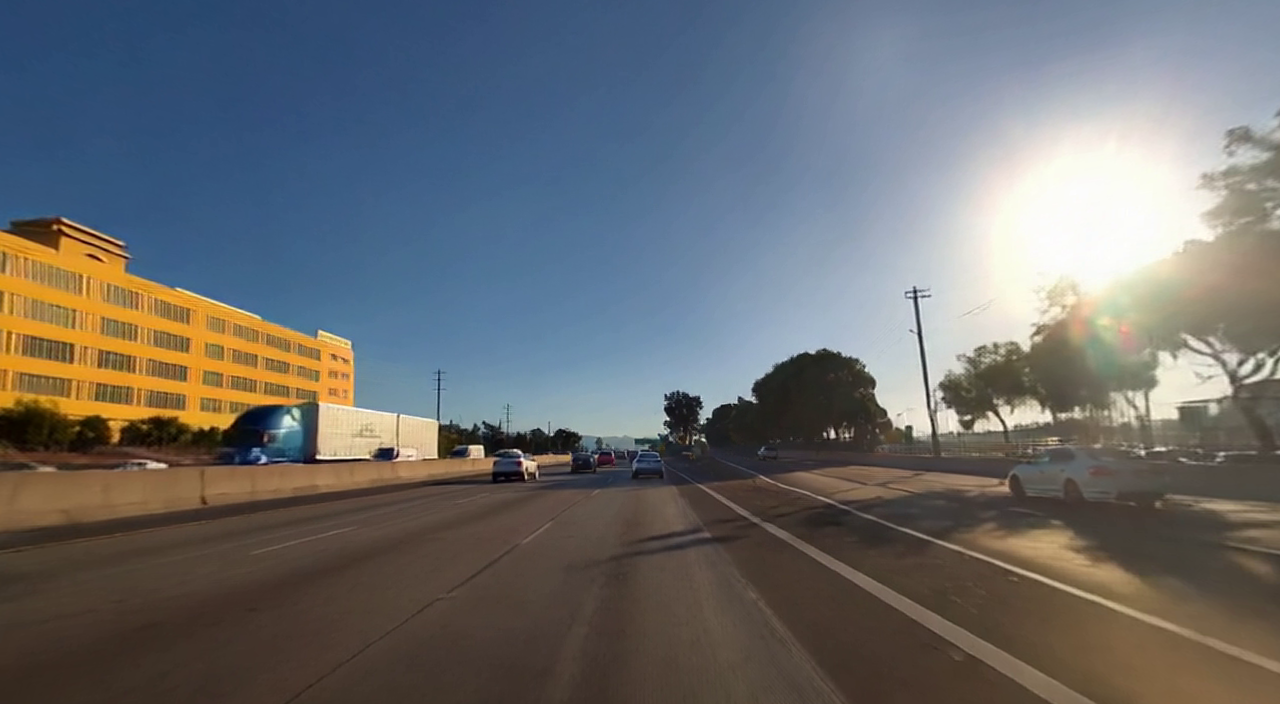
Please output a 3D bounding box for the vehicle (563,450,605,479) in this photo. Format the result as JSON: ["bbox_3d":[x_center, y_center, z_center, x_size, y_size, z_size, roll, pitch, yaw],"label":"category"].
[{"bbox_3d":[-3.309,6.743,38.069,2.059,1.508,4.662,0,-8,0],"label":"vehicle"}]

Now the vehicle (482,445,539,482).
[{"bbox_3d":[-7.120,6.137,35.128,2.106,1.827,4.814,-1,-8,1],"label":"vehicle"}]

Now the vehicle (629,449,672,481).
[{"bbox_3d":[0.531,5.957,33.480,2.107,1.538,3.999,0,-8,0],"label":"vehicle"}]

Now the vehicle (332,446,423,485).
[{"bbox_3d":[-12.939,5.574,31.543,2.249,1.715,5.424,0,-8,-1],"label":"vehicle"}]

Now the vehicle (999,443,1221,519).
[{"bbox_3d":[10.677,2.902,14.906,1.966,1.484,4.610,-1,-8,5],"label":"vehicle"}]

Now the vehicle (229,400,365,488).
[{"bbox_3d":[-16.946,4.622,31.824,2.969,3.910,6.683,-1,-8,0],"label":"vehicle"}]

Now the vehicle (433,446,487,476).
[{"bbox_3d":[-12.993,7.865,45.936,2.216,1.945,5.942,0,-8,0],"label":"vehicle"}]

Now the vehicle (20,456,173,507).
[{"bbox_3d":[-20.713,4.912,24.361,1.919,1.619,4.496,0,-8,0],"label":"vehicle"}]
